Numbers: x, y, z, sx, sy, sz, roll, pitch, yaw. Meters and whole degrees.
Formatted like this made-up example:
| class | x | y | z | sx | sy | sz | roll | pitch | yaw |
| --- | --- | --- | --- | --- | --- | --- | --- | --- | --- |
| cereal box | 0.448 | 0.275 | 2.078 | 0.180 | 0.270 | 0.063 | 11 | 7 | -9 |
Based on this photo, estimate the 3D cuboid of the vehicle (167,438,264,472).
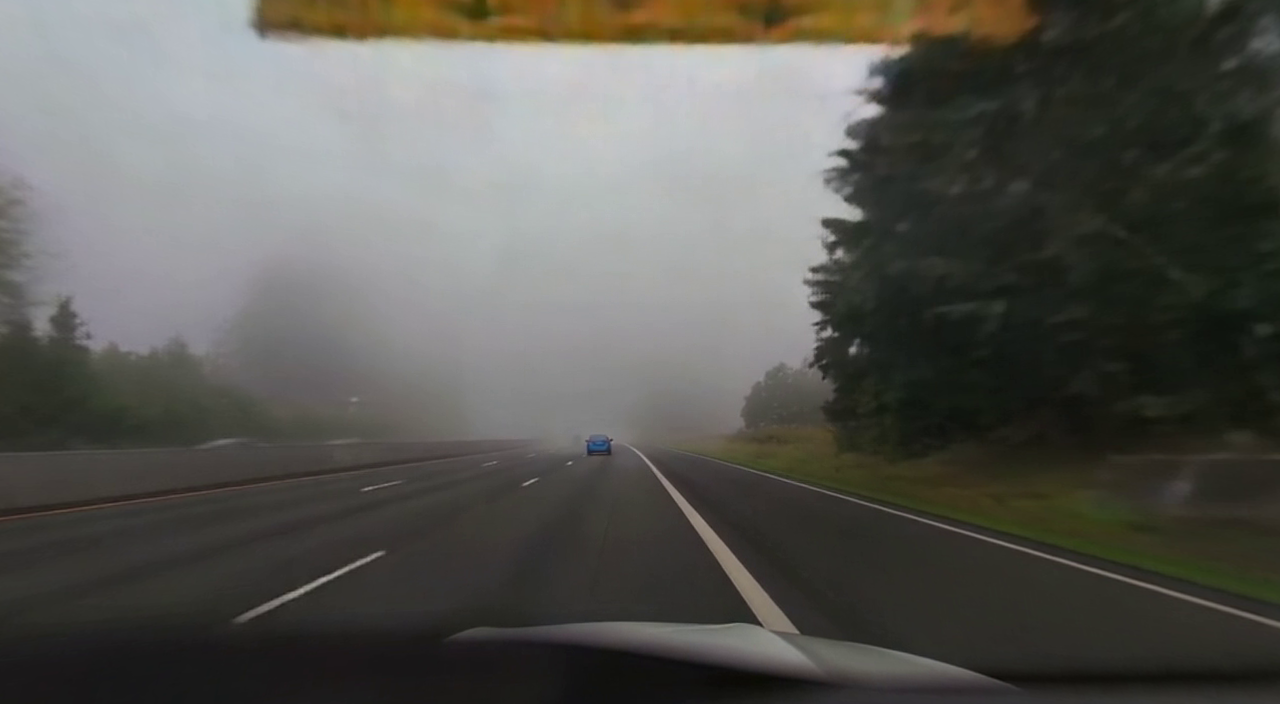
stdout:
| class | x | y | z | sx | sy | sz | roll | pitch | yaw |
| --- | --- | --- | --- | --- | --- | --- | --- | --- | --- |
| vehicle | -20.170 | 4.876 | 30.185 | 1.779 | 1.493 | 4.198 | 0 | -8 | -1 |

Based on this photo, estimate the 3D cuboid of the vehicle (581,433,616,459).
| class | x | y | z | sx | sy | sz | roll | pitch | yaw |
| --- | --- | --- | --- | --- | --- | --- | --- | --- | --- |
| vehicle | -2.455 | 5.604 | 37.808 | 2.000 | 1.491 | 3.913 | 0 | -8 | -3 |
